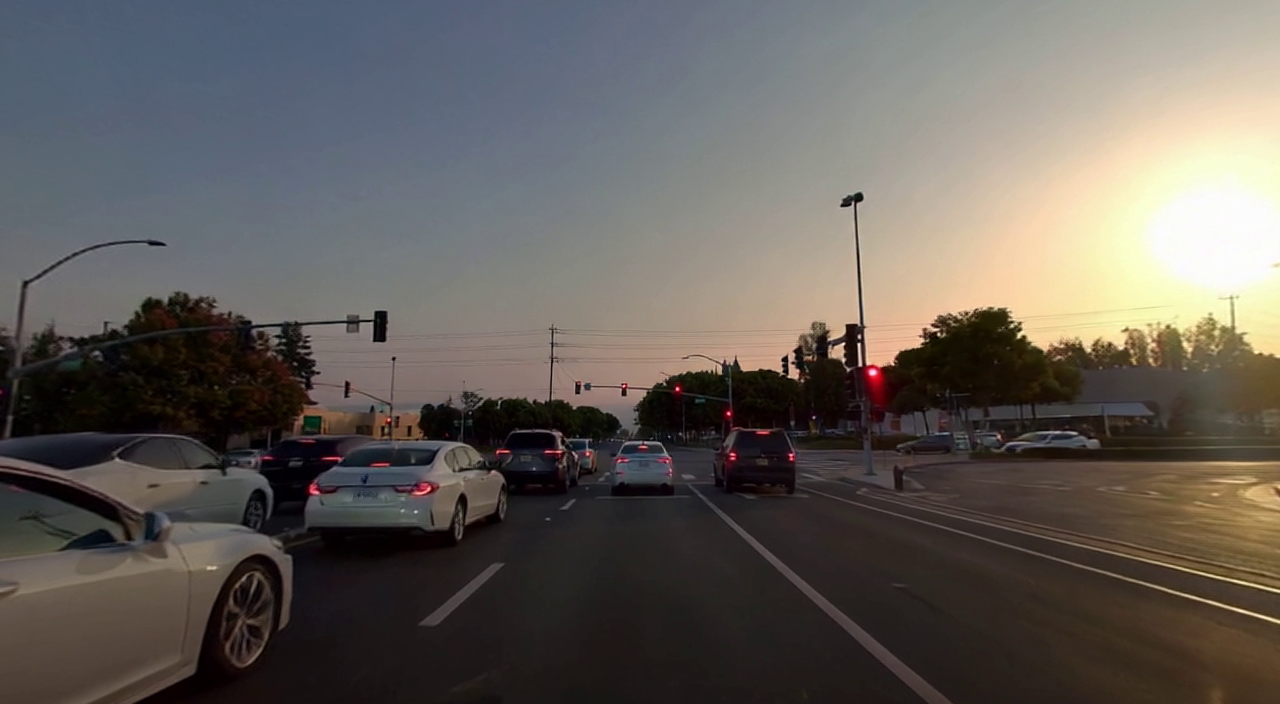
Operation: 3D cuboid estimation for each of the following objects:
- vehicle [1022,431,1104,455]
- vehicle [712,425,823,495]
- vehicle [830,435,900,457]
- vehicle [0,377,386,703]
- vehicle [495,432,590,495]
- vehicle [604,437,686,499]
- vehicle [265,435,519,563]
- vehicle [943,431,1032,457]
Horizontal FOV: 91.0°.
[{"bbox_3d":[30.593,6.578,45.626,4.432,1.680,1.932,0,-9,2],"label":"vehicle"},{"bbox_3d":[3.361,2.991,17.636,2.076,1.691,4.402,0,-9,-2],"label":"vehicle"},{"bbox_3d":[17.500,7.361,49.124,4.626,1.653,1.982,0,-9,1],"label":"vehicle"},{"bbox_3d":[-3.079,0.892,2.216,2.249,1.517,4.951,0,-9,1],"label":"vehicle"},{"bbox_3d":[-2.815,3.333,19.134,2.072,1.694,4.070,0,-9,2],"label":"vehicle"},{"bbox_3d":[0.147,3.176,17.605,2.032,1.499,3.994,0,-9,1],"label":"vehicle"},{"bbox_3d":[-3.324,2.058,9.586,2.014,1.472,4.357,0,-9,1],"label":"vehicle"},{"bbox_3d":[23.336,6.209,42.442,4.781,1.700,1.986,0,-9,1],"label":"vehicle"}]
